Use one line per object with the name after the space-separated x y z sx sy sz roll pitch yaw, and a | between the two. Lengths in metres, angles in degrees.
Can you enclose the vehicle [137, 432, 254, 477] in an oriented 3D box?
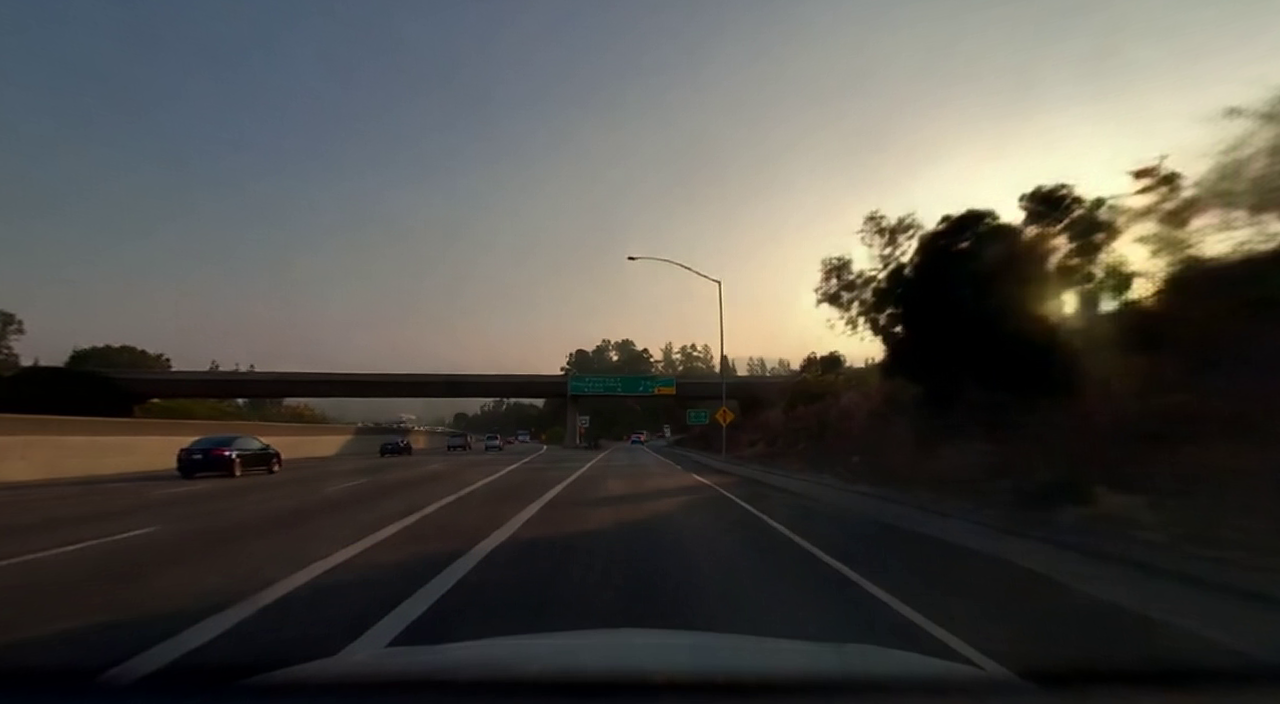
-18.739 4.351 26.824 2.093 1.735 4.285 1 -9 -5 | vehicle
